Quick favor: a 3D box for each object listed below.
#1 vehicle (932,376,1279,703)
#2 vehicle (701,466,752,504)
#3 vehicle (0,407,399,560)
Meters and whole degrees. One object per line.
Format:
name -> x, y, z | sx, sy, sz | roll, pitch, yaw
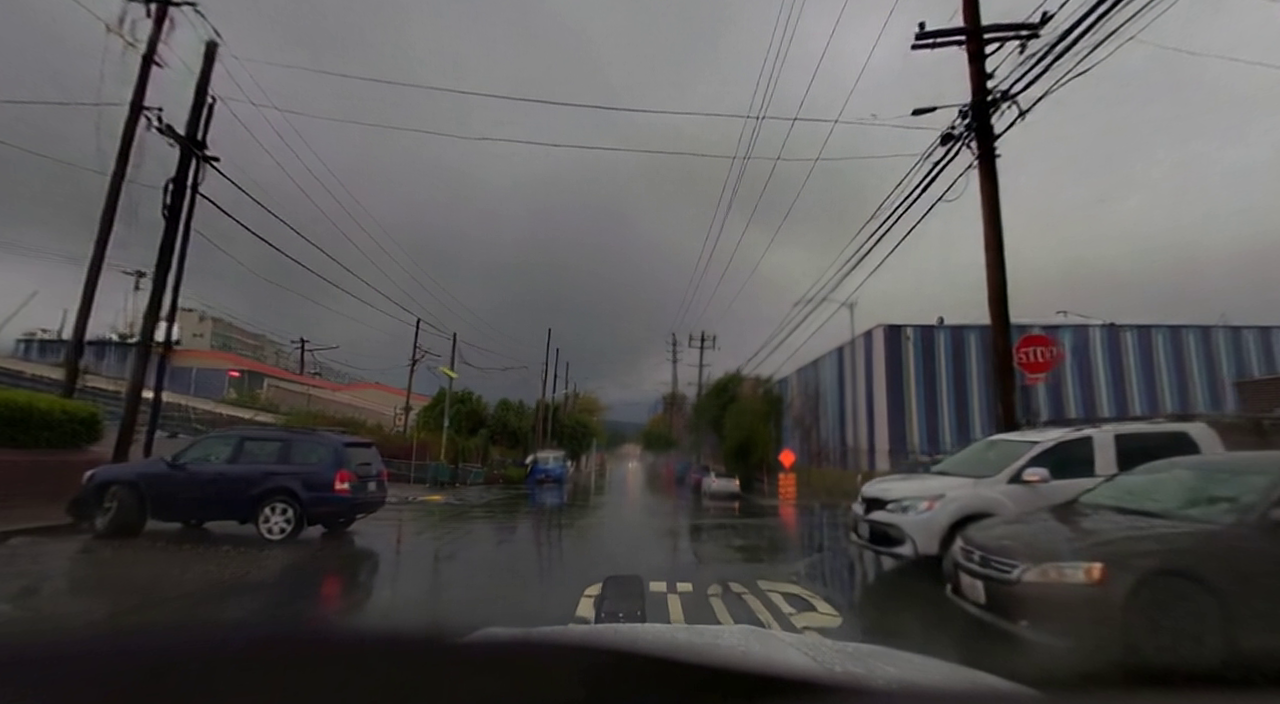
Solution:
vehicle -> 4.524, 1.216, 3.926 | 4.554, 1.473, 1.876 | 5, -11, -3
vehicle -> 4.695, 7.277, 34.879 | 2.007, 1.804, 4.136 | 0, -8, -2
vehicle -> -6.457, 1.803, 9.108 | 5.025, 1.648, 2.055 | 4, -8, -1
